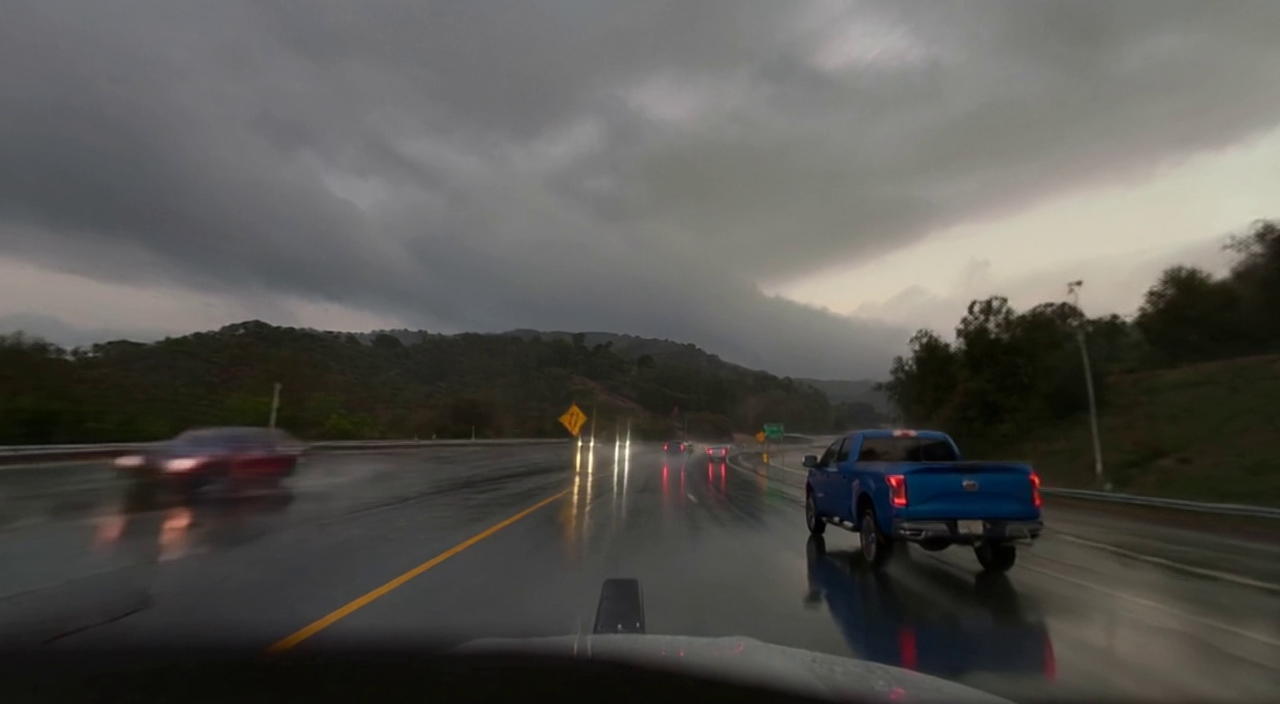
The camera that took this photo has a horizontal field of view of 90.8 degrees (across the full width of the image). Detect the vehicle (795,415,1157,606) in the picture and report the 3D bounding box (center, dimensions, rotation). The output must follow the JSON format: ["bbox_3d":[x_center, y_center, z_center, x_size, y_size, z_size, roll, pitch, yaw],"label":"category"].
[{"bbox_3d":[3.679,1.812,8.241,2.151,1.744,4.709,0,-9,1],"label":"vehicle"}]

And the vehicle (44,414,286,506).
[{"bbox_3d":[-10.274,2.383,14.234,2.011,1.723,4.375,0,-9,0],"label":"vehicle"}]
